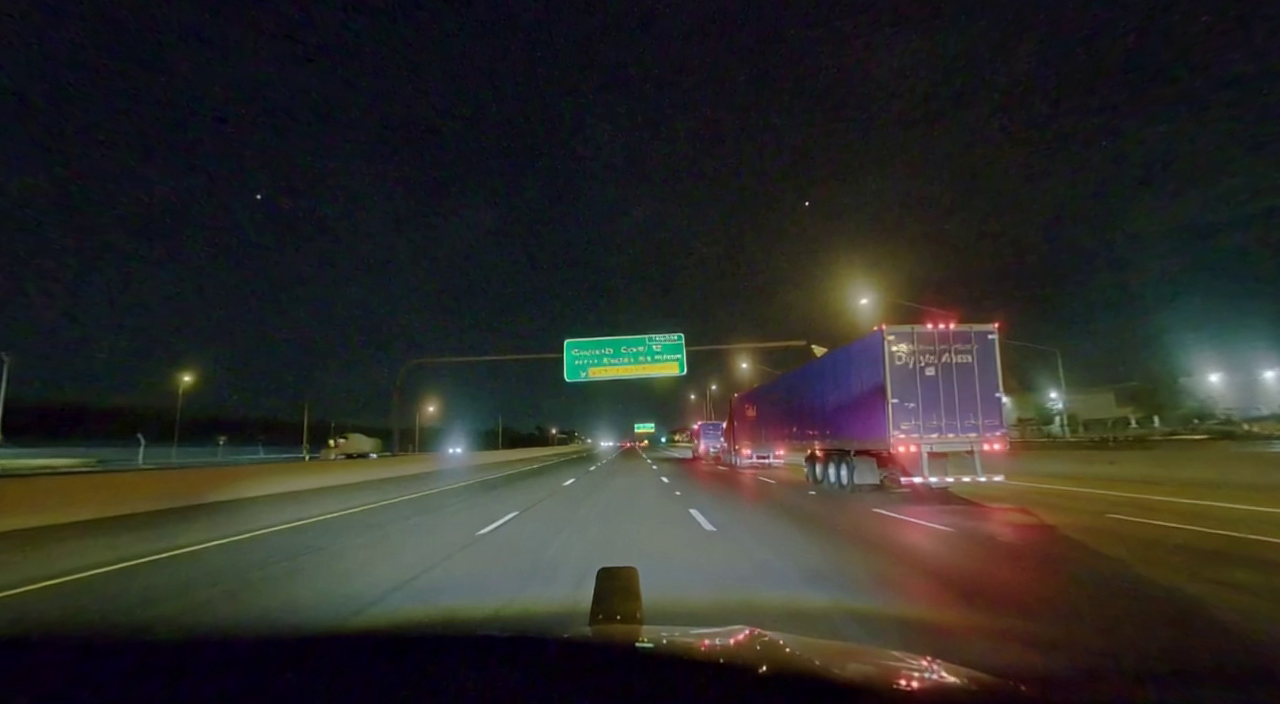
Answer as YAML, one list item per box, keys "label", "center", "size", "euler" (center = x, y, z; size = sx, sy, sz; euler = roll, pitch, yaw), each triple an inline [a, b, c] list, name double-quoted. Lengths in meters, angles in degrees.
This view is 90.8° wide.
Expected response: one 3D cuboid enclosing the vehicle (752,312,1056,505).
- label: "vehicle"
  center: [6.778, 2.296, 20.990]
  size: [2.962, 3.947, 16.241]
  euler: [0, -8, -1]
